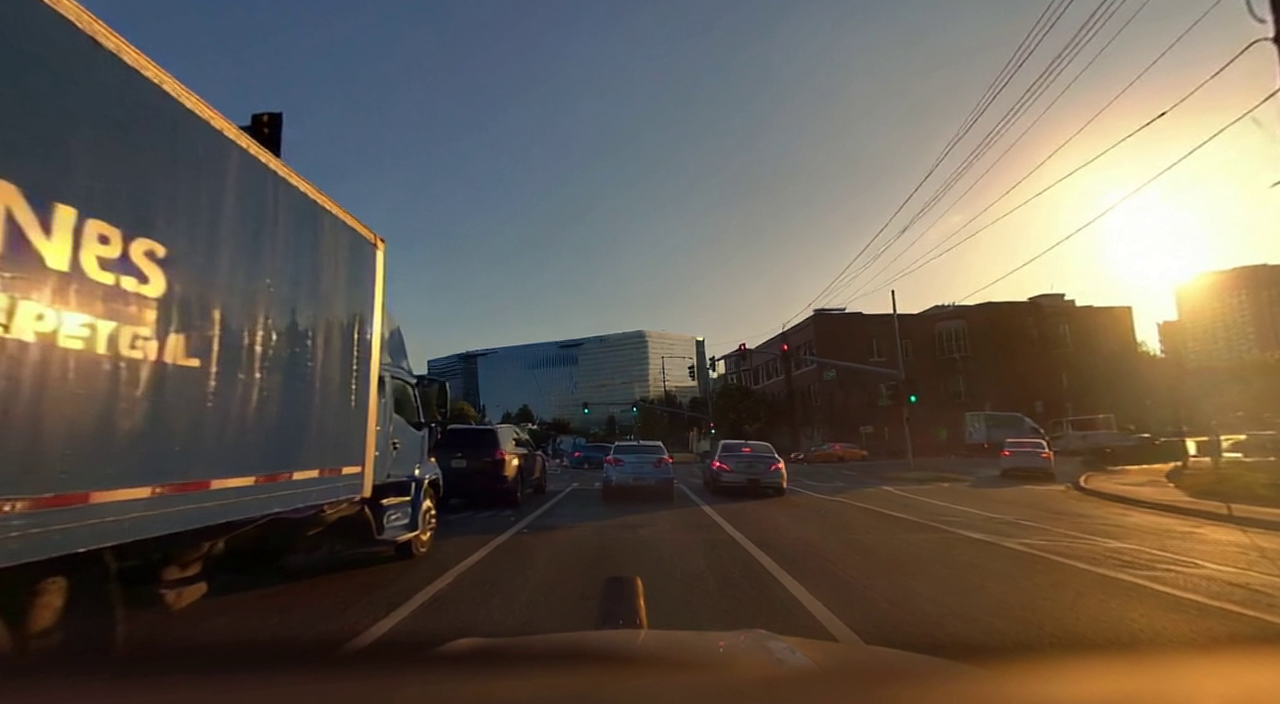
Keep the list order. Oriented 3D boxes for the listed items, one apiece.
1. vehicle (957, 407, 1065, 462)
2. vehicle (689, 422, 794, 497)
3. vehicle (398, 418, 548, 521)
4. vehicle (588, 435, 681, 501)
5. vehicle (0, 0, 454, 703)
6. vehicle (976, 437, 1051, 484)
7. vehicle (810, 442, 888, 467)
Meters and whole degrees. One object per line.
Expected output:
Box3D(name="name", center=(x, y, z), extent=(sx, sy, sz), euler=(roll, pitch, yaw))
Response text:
Box3D(name="vehicle", center=(24.997, 5.567, 42.516), extent=(6.670, 3.450, 2.666), euler=(4, -9, -24))
Box3D(name="vehicle", center=(2.698, 3.011, 18.047), extent=(2.086, 1.849, 4.607), euler=(0, -8, -2))
Box3D(name="vehicle", center=(-3.300, 2.424, 13.556), extent=(1.994, 1.806, 4.564), euler=(0, -8, -1))
Box3D(name="vehicle", center=(-0.183, 2.964, 16.543), extent=(2.117, 1.499, 4.036), euler=(0, -8, -1))
Box3D(name="vehicle", center=(-3.379, 0.080, 2.616), extent=(2.889, 3.347, 8.285), euler=(0, -8, -2))
Box3D(name="vehicle", center=(14.522, 4.199, 24.792), extent=(2.102, 1.662, 4.533), euler=(-4, -9, 26))
Box3D(name="vehicle", center=(13.286, 6.503, 40.150), extent=(4.423, 1.495, 1.849), euler=(3, -9, -19))
